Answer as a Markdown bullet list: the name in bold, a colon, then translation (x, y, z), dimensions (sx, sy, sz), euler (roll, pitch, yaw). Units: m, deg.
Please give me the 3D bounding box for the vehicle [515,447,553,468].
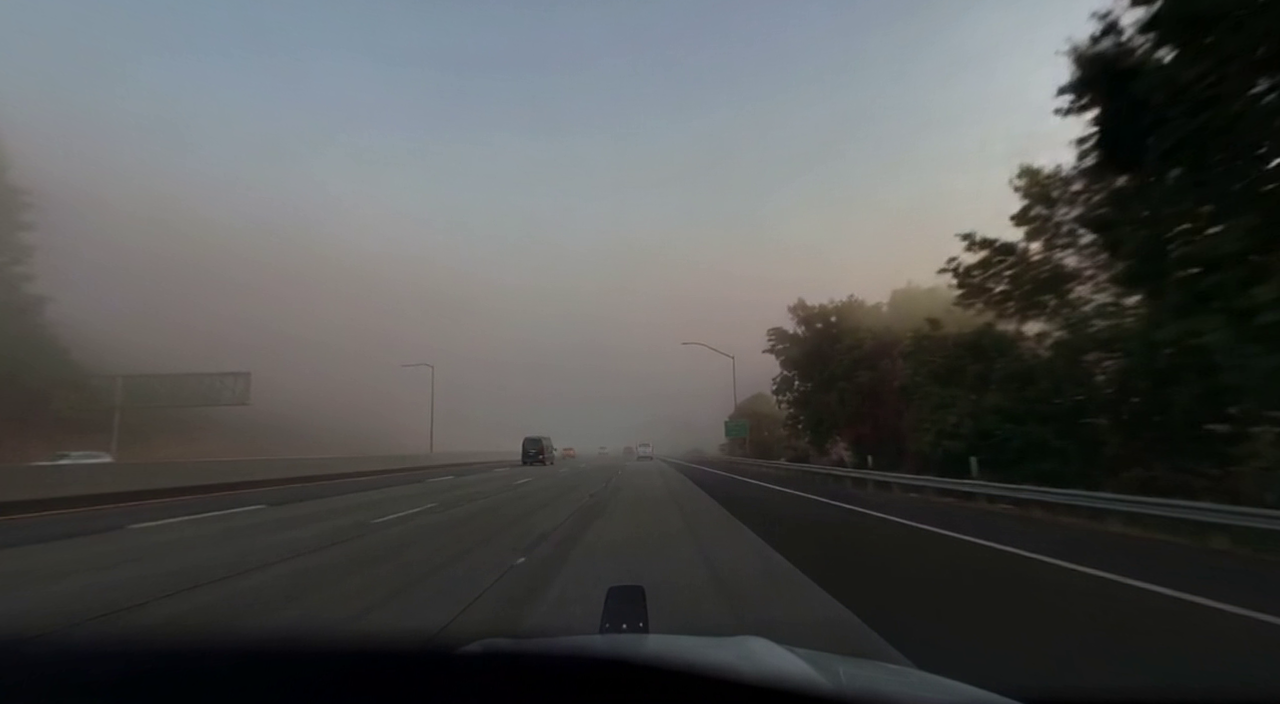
- **vehicle**: translation (-8.230, 8.201, 49.294), dimensions (1.983, 1.532, 4.424), euler (-1, -9, 2)
